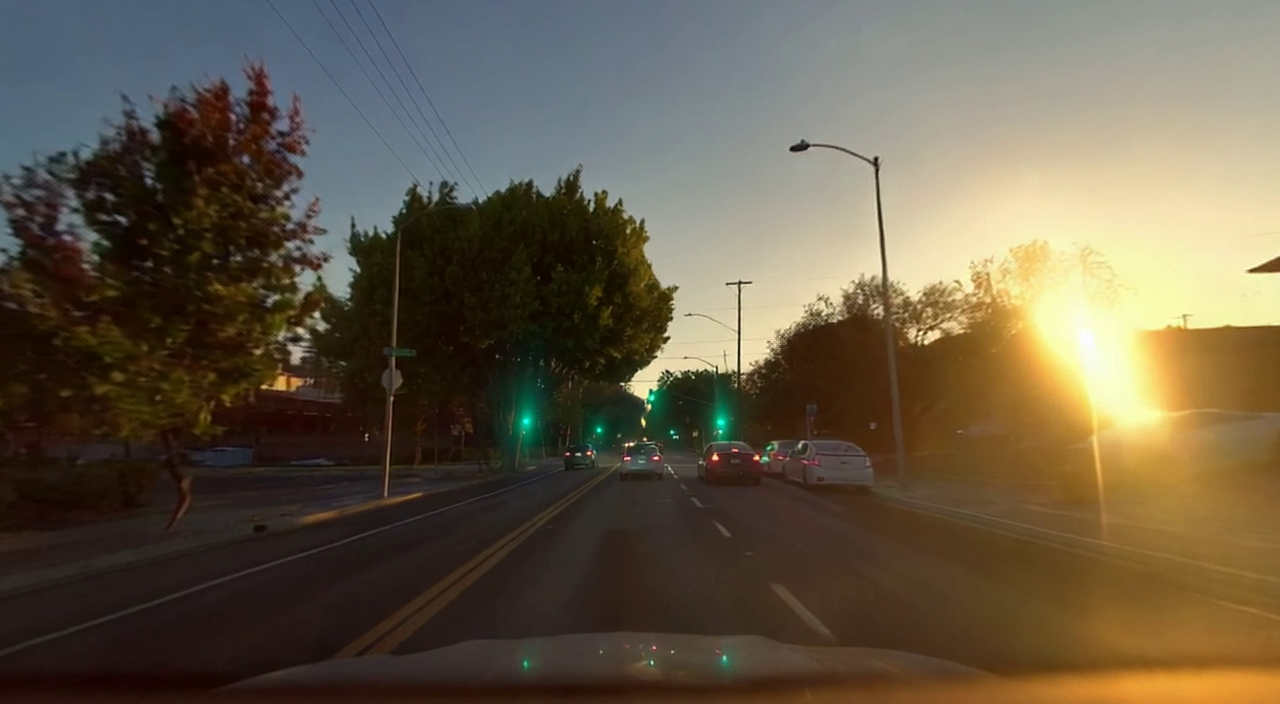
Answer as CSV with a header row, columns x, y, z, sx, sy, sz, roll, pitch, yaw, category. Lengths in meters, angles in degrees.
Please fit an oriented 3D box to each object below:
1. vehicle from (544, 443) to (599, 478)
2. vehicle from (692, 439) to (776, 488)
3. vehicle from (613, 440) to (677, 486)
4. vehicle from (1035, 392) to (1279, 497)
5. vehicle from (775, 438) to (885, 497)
x,y,z,sx,sy,sz,roll,pitch,yaw,category
-3.123,5.058,29.631,2.012,1.505,4.205,-1,-8,2,vehicle
3.094,3.790,21.764,2.158,1.483,4.415,0,-8,-1,vehicle
0.172,3.935,22.768,2.101,1.467,4.210,0,-8,0,vehicle
13.740,2.233,15.803,5.929,1.970,2.381,-5,-8,-1,vehicle
5.840,3.586,20.094,2.011,1.620,4.694,0,-8,0,vehicle
